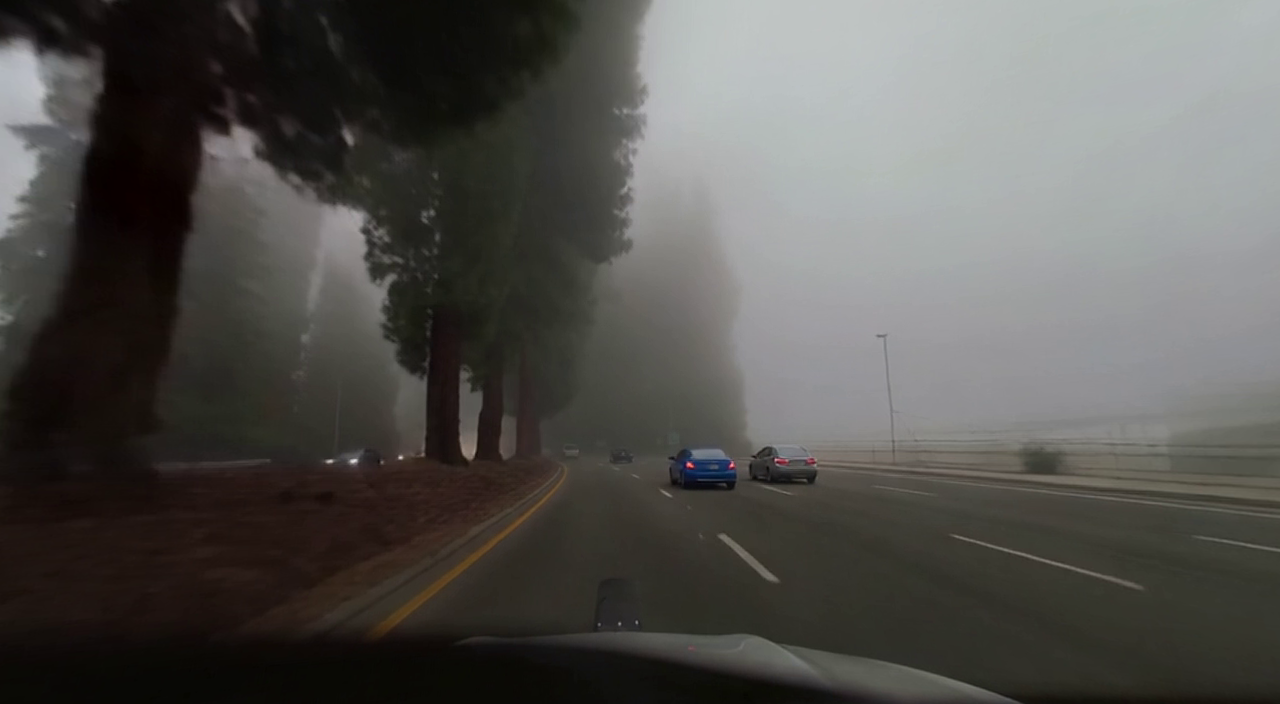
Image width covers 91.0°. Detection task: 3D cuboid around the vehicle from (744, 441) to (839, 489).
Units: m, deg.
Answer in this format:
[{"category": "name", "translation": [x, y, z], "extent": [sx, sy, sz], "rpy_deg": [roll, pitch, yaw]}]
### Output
[{"category": "vehicle", "translation": [5.129, 3.882, 21.957], "extent": [1.901, 1.474, 4.363], "rpy_deg": [1, -9, -5]}]

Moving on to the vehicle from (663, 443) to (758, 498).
[{"category": "vehicle", "translation": [1.972, 3.498, 19.060], "extent": [2.077, 1.464, 4.134], "rpy_deg": [1, -8, -5]}]

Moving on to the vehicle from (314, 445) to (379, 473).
[{"category": "vehicle", "translation": [-16.830, 6.118, 36.378], "extent": [1.926, 1.483, 4.651], "rpy_deg": [1, -9, -6]}]
